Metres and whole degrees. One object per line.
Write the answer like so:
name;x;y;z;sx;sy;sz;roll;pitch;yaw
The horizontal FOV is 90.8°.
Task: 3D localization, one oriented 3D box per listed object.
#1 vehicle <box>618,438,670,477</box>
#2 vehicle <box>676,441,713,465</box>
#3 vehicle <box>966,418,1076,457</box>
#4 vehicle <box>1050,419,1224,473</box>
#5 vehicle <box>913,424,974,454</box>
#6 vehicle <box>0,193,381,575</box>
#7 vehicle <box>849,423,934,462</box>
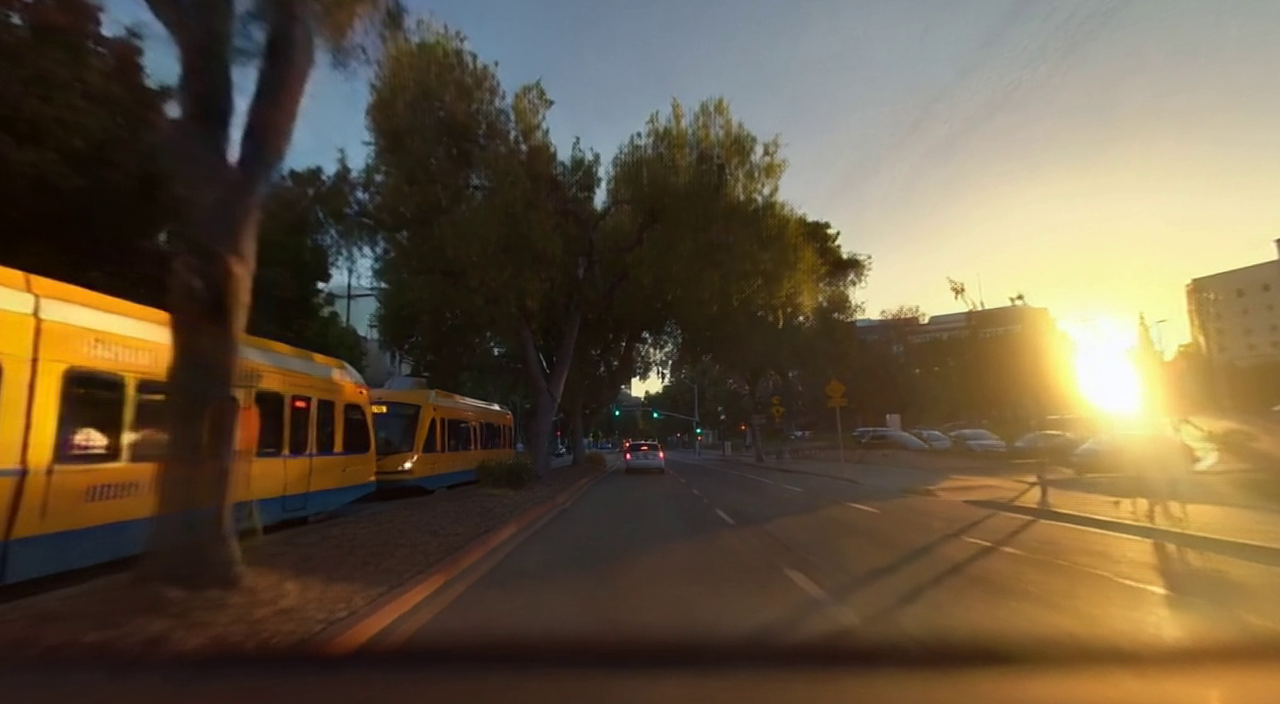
vehicle;0.135;4.376;26.411;2.002;1.471;4.337;0;-8;0
vehicle;3.474;6.512;41.037;1.944;1.447;4.392;0;-8;0
vehicle;19.495;4.447;32.745;2.159;1.817;5.675;0;-8;0
vehicle;15.368;2.953;19.949;1.780;1.498;4.611;0;-8;1
vehicle;19.777;5.733;41.425;1.914;1.823;4.334;0;-8;2
vehicle;-7.686;0.568;8.263;2.897;3.700;13.528;0;-7;0
vehicle;13.281;4.858;33.812;2.145;1.911;5.581;0;-8;-1
